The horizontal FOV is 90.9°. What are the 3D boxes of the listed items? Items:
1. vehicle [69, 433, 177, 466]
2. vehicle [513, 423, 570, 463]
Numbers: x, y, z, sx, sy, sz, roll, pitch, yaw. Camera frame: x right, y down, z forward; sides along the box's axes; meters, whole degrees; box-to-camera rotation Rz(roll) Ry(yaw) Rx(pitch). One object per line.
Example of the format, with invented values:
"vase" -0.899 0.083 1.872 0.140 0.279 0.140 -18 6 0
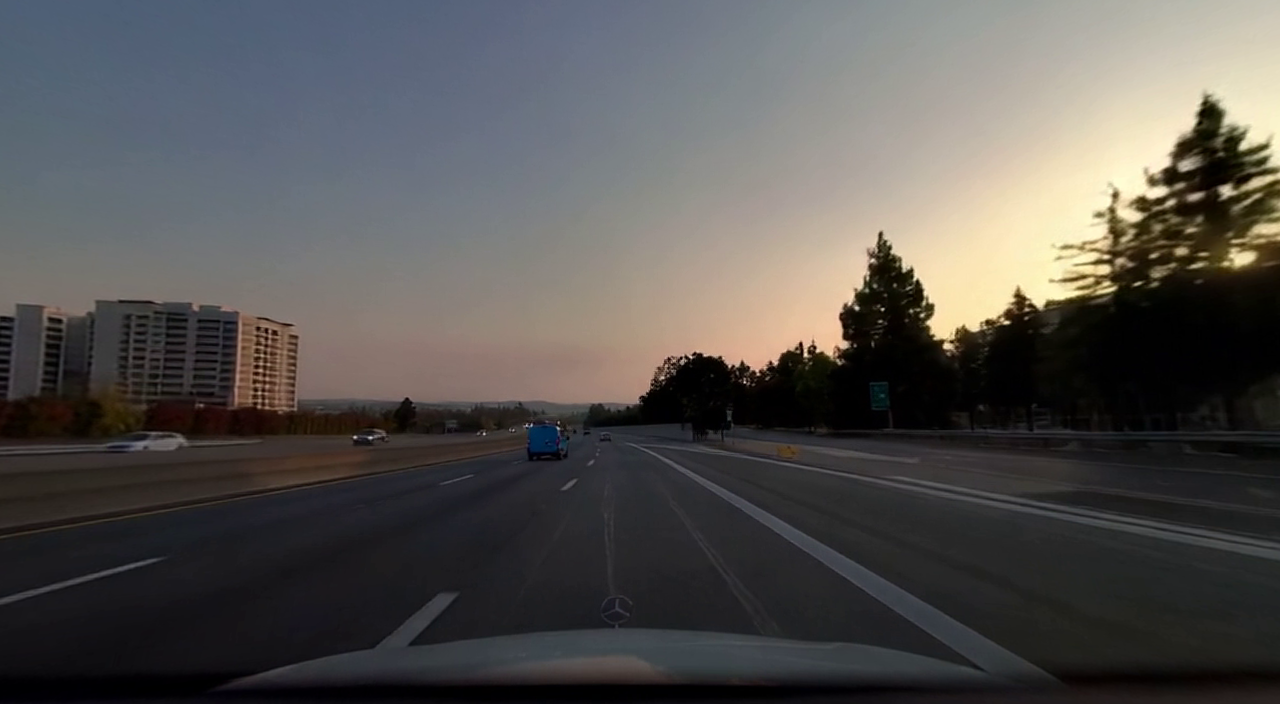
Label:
"vehicle" -22.886 4.314 28.088 1.736 1.356 3.734 0 -8 -3
"vehicle" -4.785 4.519 31.446 2.219 1.827 4.738 0 -8 -2
